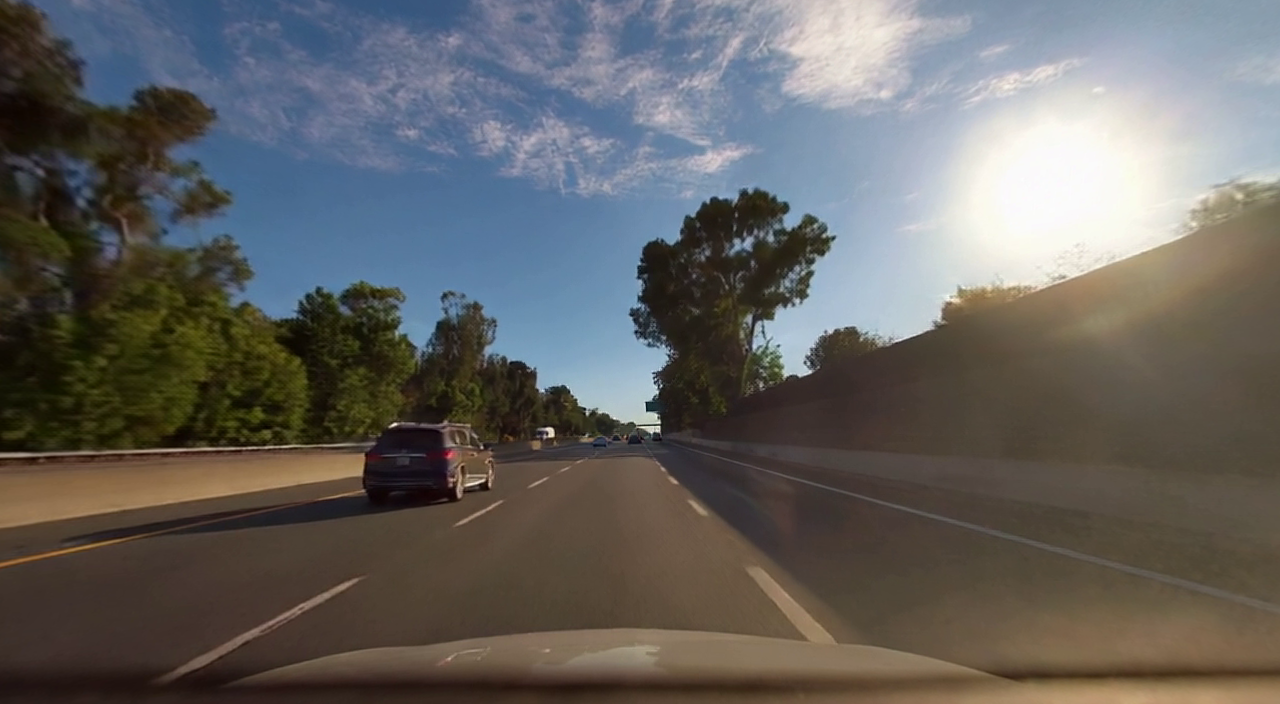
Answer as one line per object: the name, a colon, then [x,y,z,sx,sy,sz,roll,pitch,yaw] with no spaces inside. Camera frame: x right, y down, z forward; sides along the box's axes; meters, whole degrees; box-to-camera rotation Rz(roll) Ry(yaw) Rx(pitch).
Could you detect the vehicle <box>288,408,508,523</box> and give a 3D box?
vehicle: [-4.154,2.025,11.901,2.306,1.730,4.606,0,-8,0]
